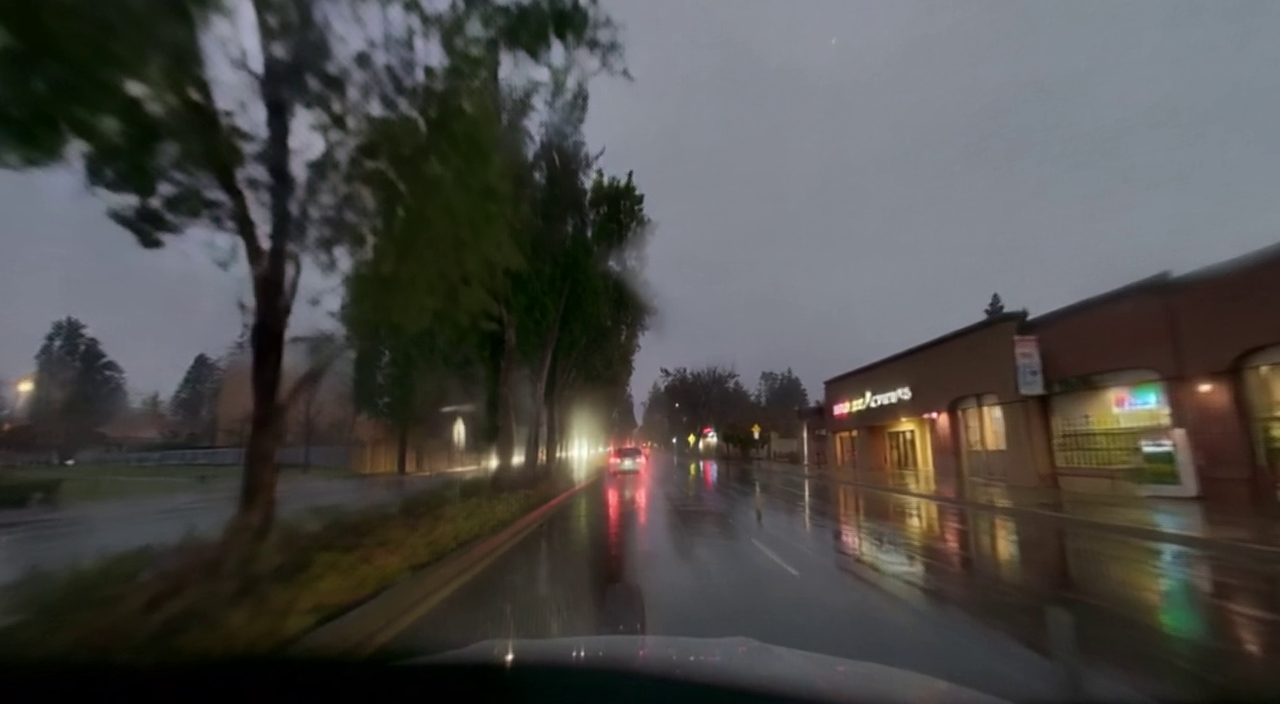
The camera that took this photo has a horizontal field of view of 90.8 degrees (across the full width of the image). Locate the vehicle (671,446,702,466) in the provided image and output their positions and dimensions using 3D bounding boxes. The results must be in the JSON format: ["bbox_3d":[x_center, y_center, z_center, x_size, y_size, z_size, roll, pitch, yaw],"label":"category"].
[{"bbox_3d":[3.471,7.861,47.843,1.910,1.474,4.003,0,-9,-2],"label":"vehicle"}]

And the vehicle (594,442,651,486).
[{"bbox_3d":[-0.640,4.211,23.964,2.006,1.487,3.535,0,-9,-1],"label":"vehicle"}]
